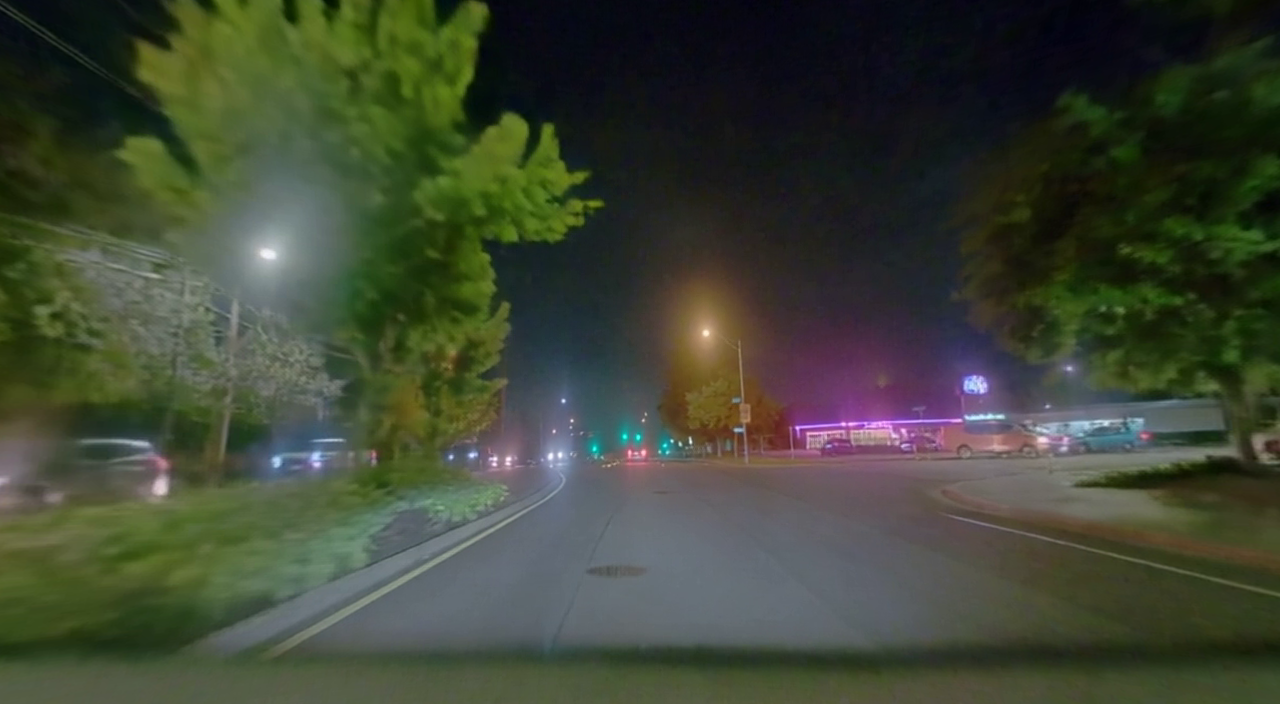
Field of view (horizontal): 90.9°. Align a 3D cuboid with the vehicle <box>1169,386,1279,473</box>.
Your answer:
[{"bbox_3d":[19.226,2.480,19.807,2.274,2.447,4.159,-2,-9,16],"label":"vehicle"}]

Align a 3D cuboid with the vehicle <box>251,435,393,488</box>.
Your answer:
[{"bbox_3d":[-11.897,4.142,24.261,2.471,1.783,5.903,0,-8,-1],"label":"vehicle"}]

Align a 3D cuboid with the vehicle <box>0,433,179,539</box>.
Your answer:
[{"bbox_3d":[-10.257,2.199,10.801,1.778,1.517,3.923,0,-9,-2],"label":"vehicle"}]

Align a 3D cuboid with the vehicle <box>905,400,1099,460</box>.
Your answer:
[{"bbox_3d":[19.011,4.157,33.498,8.462,3.012,2.906,0,-9,-1],"label":"vehicle"}]

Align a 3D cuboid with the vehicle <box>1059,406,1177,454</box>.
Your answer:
[{"bbox_3d":[25.251,4.163,33.468,4.275,2.426,2.291,0,-8,1],"label":"vehicle"}]

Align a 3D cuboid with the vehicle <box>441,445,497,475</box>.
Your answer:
[{"bbox_3d":[-10.633,6.747,39.517,2.189,1.747,4.651,0,-9,0],"label":"vehicle"}]
